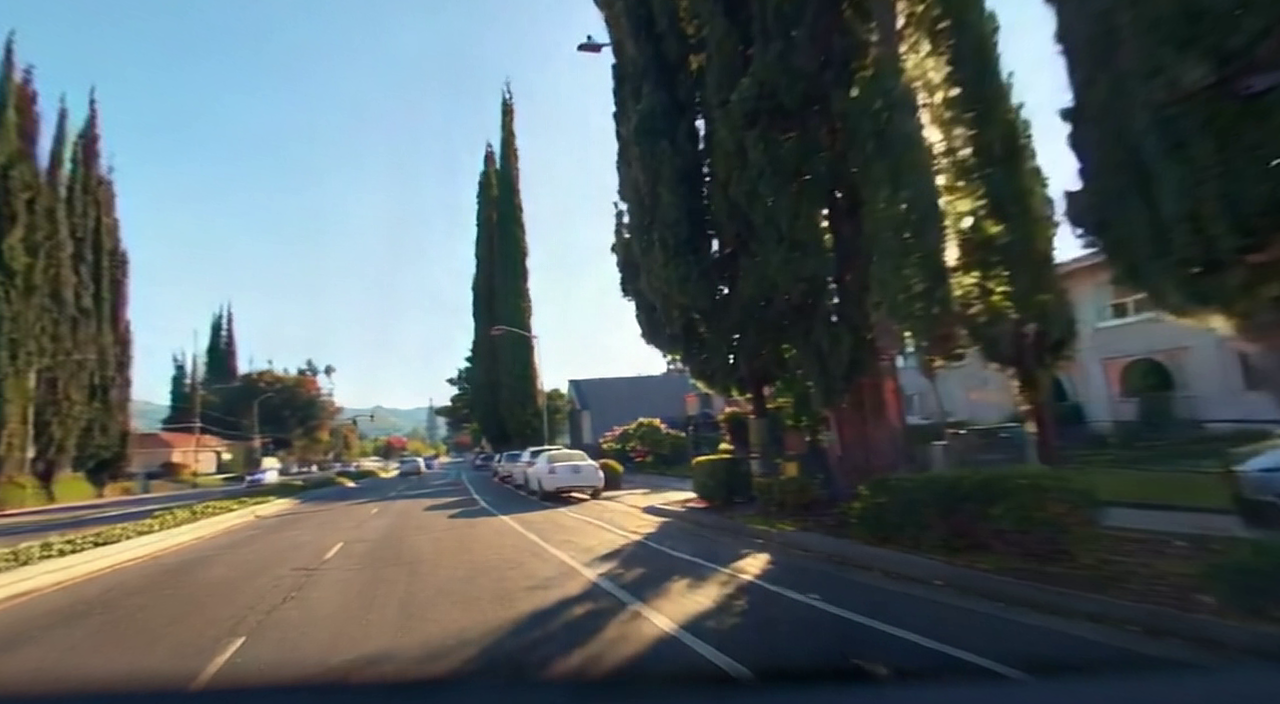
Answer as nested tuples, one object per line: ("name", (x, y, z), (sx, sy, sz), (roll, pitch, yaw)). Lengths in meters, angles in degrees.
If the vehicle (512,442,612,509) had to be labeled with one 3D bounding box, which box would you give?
("vehicle", (-2.564, 3.675, 19.527), (2.078, 1.738, 5.133), (2, -9, -18))
